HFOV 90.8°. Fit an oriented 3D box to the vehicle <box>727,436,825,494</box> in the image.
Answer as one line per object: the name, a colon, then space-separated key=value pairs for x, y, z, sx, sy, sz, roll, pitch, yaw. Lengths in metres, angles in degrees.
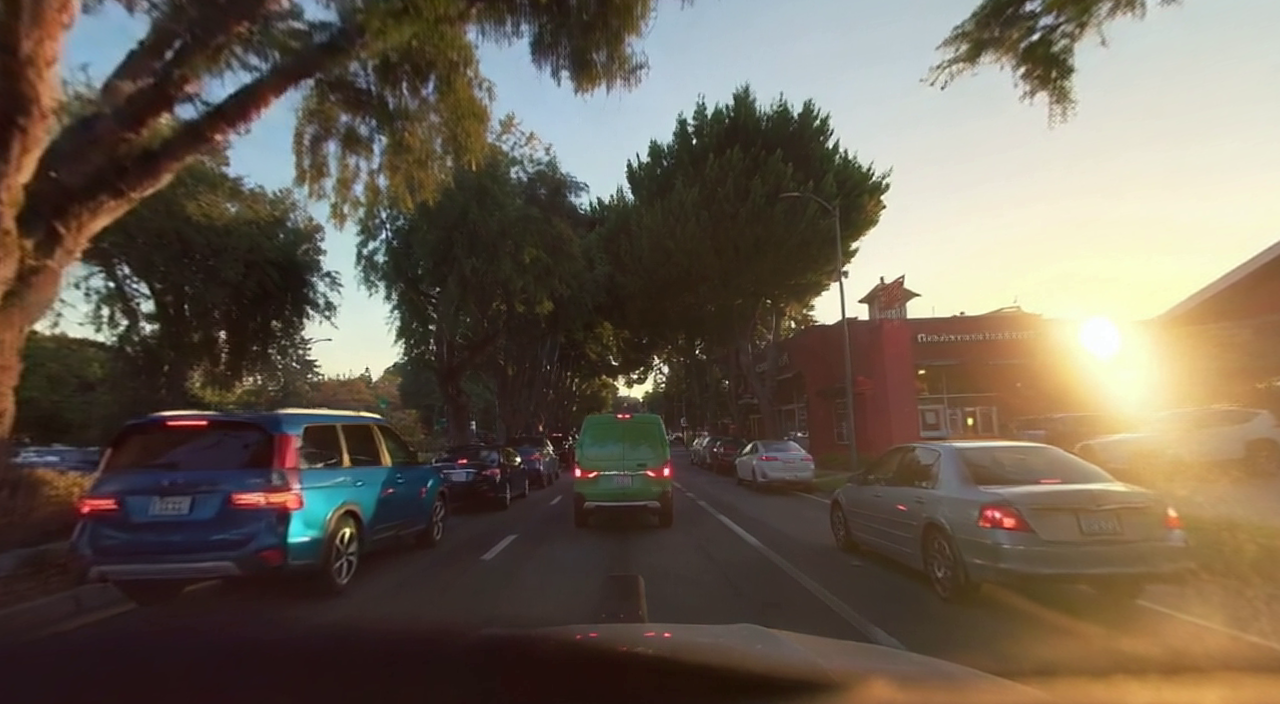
vehicle: x=3.889 y=3.304 z=18.859 sx=1.875 sy=1.521 sz=4.192 roll=0 pitch=-9 yaw=-1

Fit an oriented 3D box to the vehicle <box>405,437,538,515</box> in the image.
vehicle: x=-3.560 y=2.685 z=14.187 sx=1.849 sy=1.451 sz=4.218 roll=0 pitch=-9 yaw=-1

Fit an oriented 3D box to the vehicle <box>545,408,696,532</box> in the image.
vehicle: x=-0.327 y=2.079 z=11.579 sx=2.238 sy=1.825 sz=4.190 roll=0 pitch=-9 yaw=-1

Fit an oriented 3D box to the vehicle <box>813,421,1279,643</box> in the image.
vehicle: x=3.384 y=1.539 z=6.485 sx=1.900 sy=1.477 sz=4.352 roll=0 pitch=-9 yaw=-1

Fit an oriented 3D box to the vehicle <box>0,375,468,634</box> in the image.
vehicle: x=-3.628 y=1.427 z=6.857 sx=2.231 sy=1.853 sz=4.461 roll=0 pitch=-9 yaw=0
